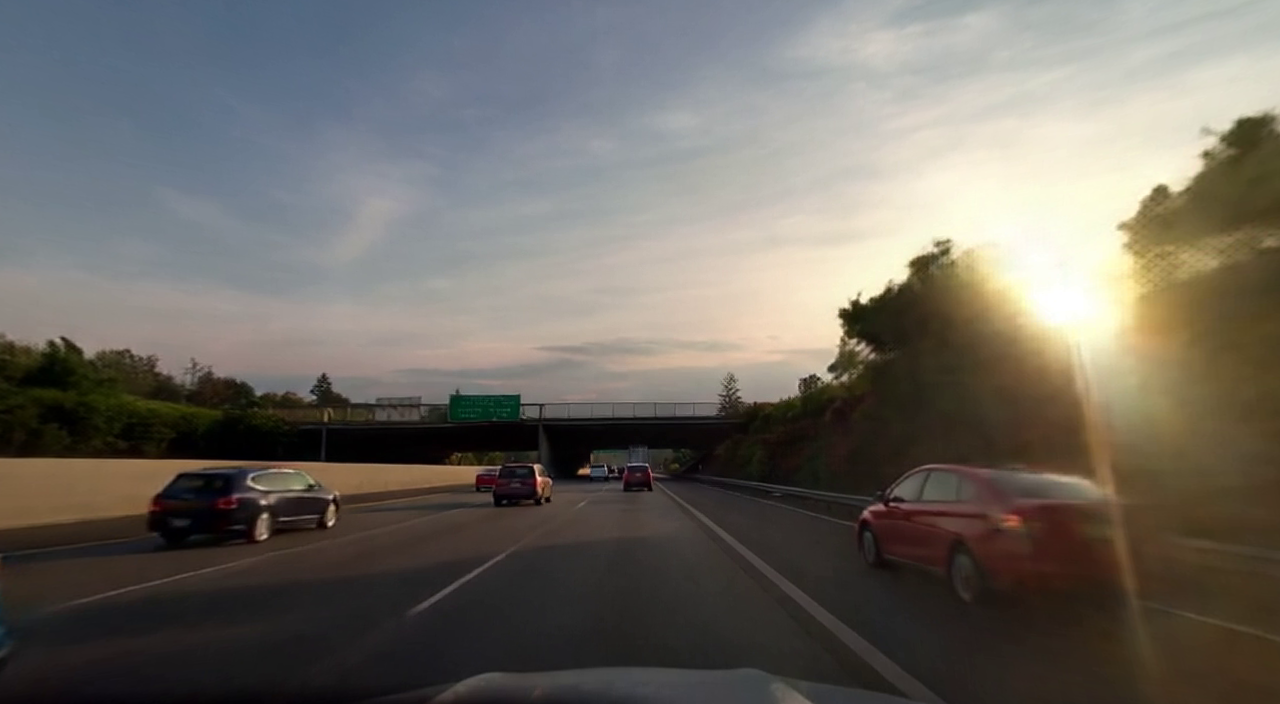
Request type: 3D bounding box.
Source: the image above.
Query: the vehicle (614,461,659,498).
[{"bbox_3d":[-0.180,6.052,29.960,1.992,1.601,3.762,1,-11,0],"label":"vehicle"}]

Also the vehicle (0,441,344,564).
[{"bbox_3d":[-7.229,2.398,10.600,2.142,1.545,4.708,1,-11,0],"label":"vehicle"}]

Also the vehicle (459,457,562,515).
[{"bbox_3d":[-3.801,4.072,19.421,2.102,1.521,4.687,1,-11,1],"label":"vehicle"}]

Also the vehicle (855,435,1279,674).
[{"bbox_3d":[3.888,1.739,6.296,1.992,1.557,4.017,1,-11,-1],"label":"vehicle"}]
